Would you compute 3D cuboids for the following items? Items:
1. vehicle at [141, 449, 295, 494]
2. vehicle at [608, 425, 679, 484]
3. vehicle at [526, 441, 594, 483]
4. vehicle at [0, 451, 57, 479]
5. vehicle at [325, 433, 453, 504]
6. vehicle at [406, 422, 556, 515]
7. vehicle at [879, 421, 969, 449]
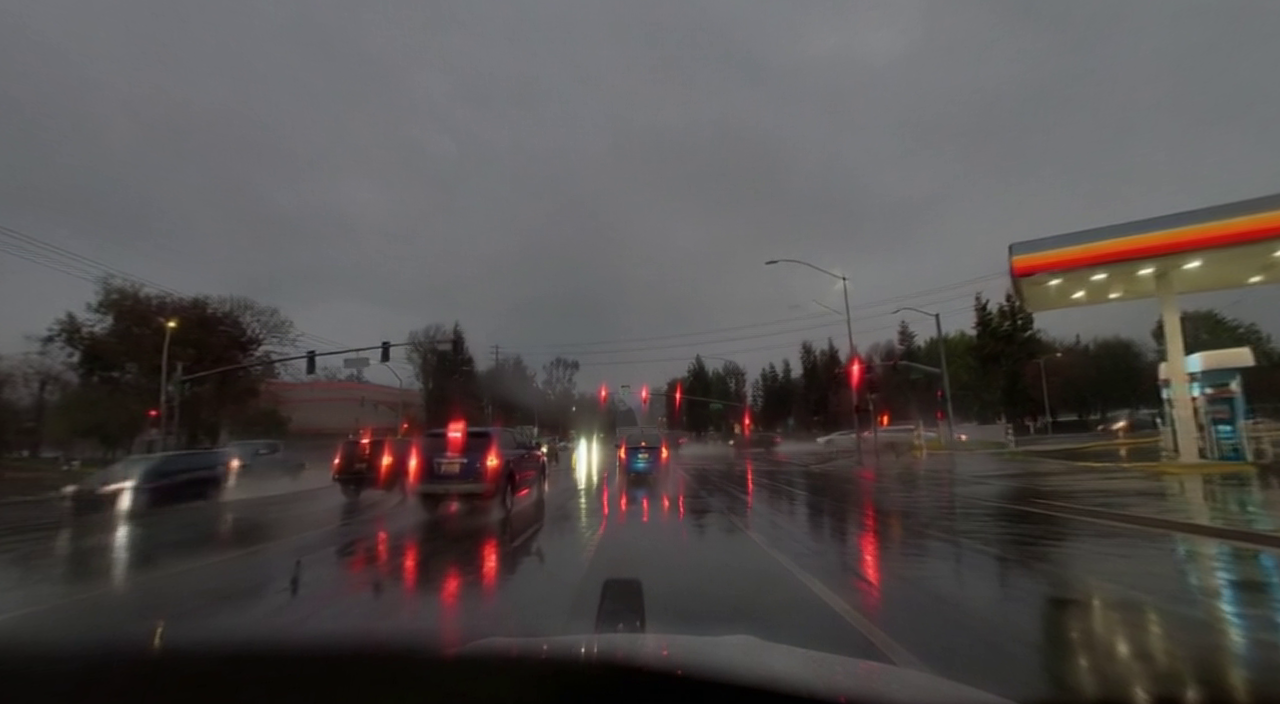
[{"bbox_3d":[-17.280,4.886,26.405,2.299,1.616,5.765,-1,-9,2],"label":"vehicle"},{"bbox_3d":[0.129,3.614,22.403,2.224,1.819,5.005,0,-9,1],"label":"vehicle"},{"bbox_3d":[-2.881,4.069,23.667,1.881,1.424,4.098,-1,-9,2],"label":"vehicle"},{"bbox_3d":[-45.468,8.055,44.956,5.808,1.893,2.225,-1,-9,3],"label":"vehicle"},{"bbox_3d":[-6.366,2.989,16.524,1.790,1.605,3.696,0,-9,0],"label":"vehicle"},{"bbox_3d":[-3.263,2.519,14.036,2.096,1.718,4.266,-1,-9,2],"label":"vehicle"},{"bbox_3d":[20.940,6.205,46.868,5.782,1.950,2.225,-3,-9,19],"label":"vehicle"}]
